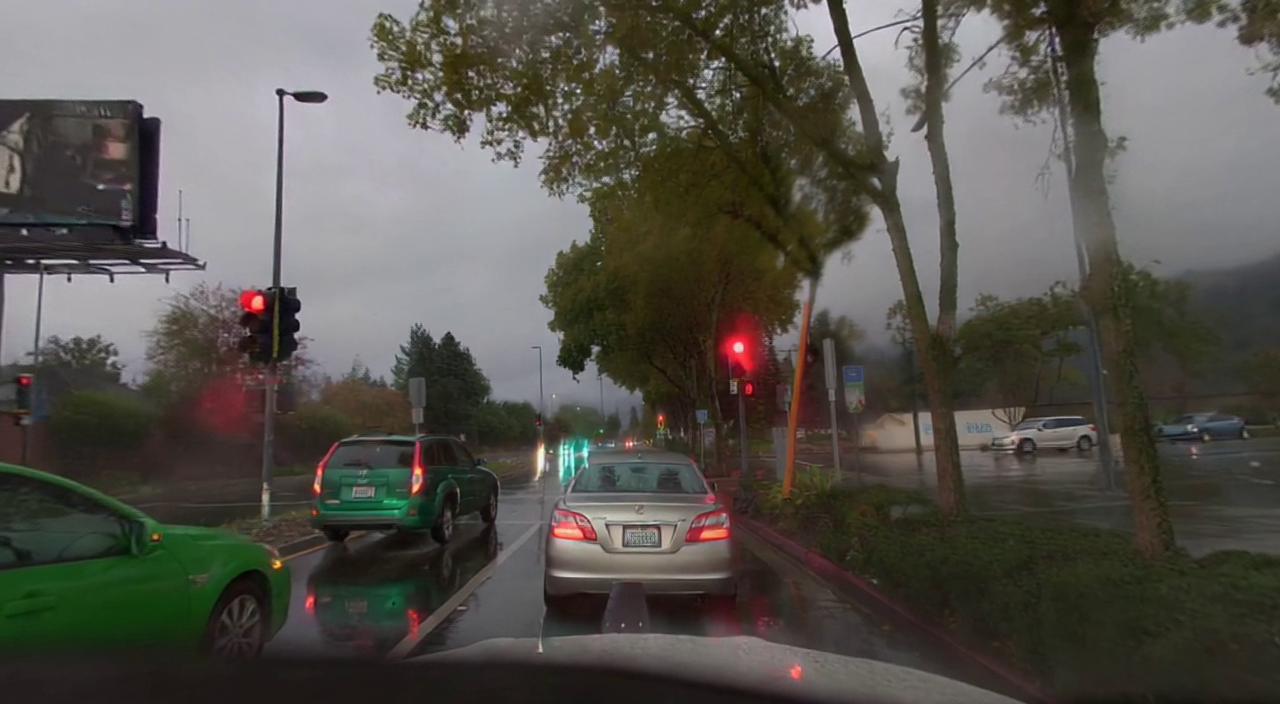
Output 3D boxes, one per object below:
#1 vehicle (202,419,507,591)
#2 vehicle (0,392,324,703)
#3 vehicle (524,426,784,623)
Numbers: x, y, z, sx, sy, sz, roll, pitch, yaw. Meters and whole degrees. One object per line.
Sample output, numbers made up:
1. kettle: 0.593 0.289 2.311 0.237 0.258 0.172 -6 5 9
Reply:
1. vehicle: -3.174 1.784 8.136 1.950 1.628 4.082 -1 -9 1
2. vehicle: -3.154 0.946 2.422 1.808 1.520 3.846 -1 -9 1
3. vehicle: 0.039 1.584 6.617 1.977 1.467 3.474 0 -9 -2
